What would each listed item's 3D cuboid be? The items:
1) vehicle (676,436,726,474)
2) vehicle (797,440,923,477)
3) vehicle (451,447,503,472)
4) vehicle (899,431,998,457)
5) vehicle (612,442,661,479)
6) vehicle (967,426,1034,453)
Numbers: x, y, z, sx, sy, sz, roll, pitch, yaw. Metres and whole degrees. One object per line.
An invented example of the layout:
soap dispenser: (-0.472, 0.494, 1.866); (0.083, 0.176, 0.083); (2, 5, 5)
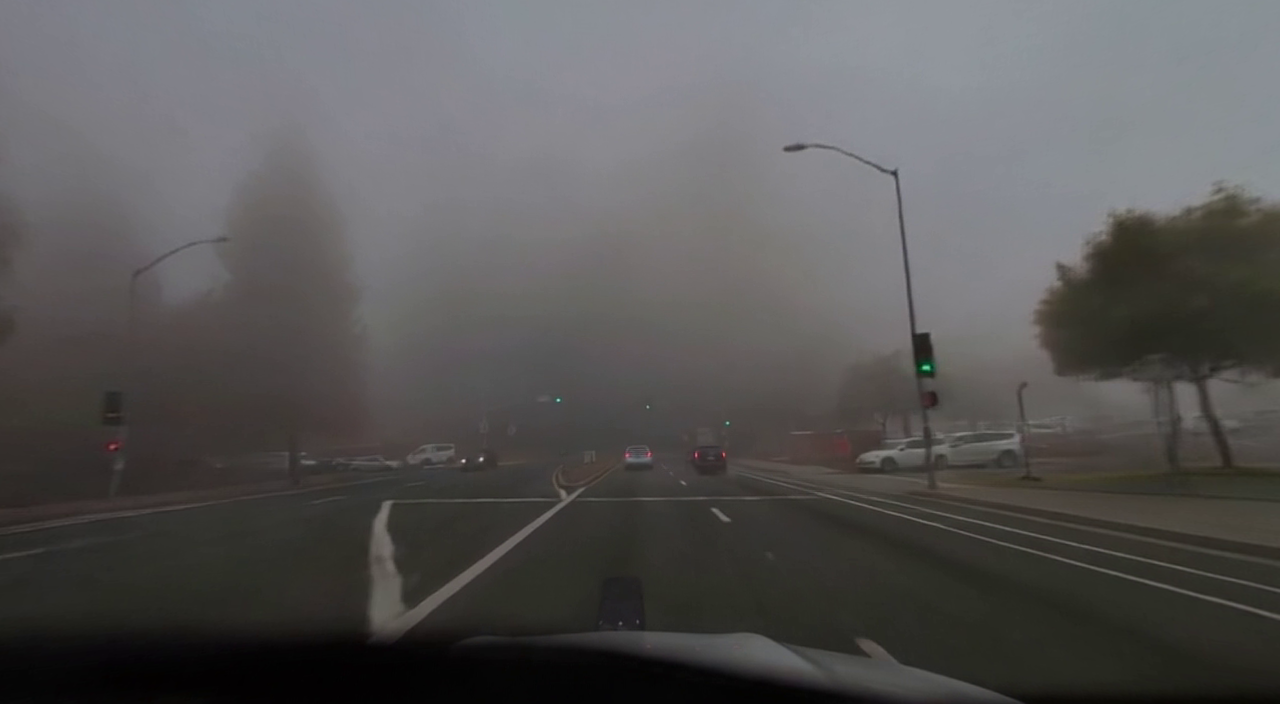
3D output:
vehicle: (3.014, 5.225, 32.218); (2.046, 1.768, 4.370); (0, -9, -1)
vehicle: (9.302, 4.555, 27.062); (4.662, 1.495, 1.998); (-1, -9, 5)
vehicle: (-10.129, 6.715, 39.561); (2.033, 1.439, 4.567); (0, -9, 0)
vehicle: (18.183, 5.456, 37.407); (4.793, 1.470, 1.961); (0, -9, 1)
vehicle: (-0.149, 4.624, 27.163); (1.917, 1.418, 3.987); (0, -9, 0)
vehicle: (23.979, 5.840, 42.205); (1.956, 1.626, 4.151); (1, -8, 0)
